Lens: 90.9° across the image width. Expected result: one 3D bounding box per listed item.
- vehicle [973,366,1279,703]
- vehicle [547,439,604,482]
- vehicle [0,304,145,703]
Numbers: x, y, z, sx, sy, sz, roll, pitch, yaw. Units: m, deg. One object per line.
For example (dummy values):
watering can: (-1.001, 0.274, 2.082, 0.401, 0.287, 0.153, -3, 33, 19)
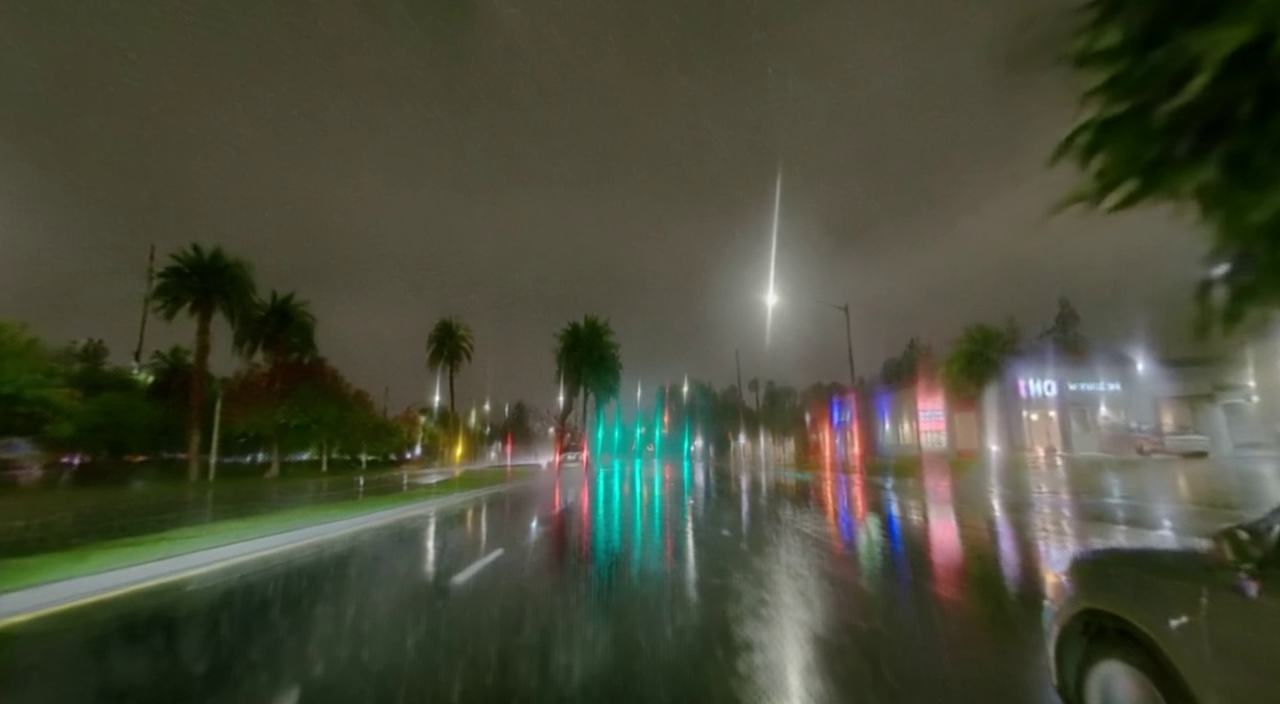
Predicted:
vehicle: (2.804, 0.735, 1.340, 1.946, 1.513, 4.133, 0, -8, 1)
vehicle: (-2.816, 4.821, 28.355, 1.998, 1.743, 4.402, 0, -8, 1)
vehicle: (-3.185, 0.499, 0.451, 2.058, 1.804, 4.391, 0, -9, 0)
